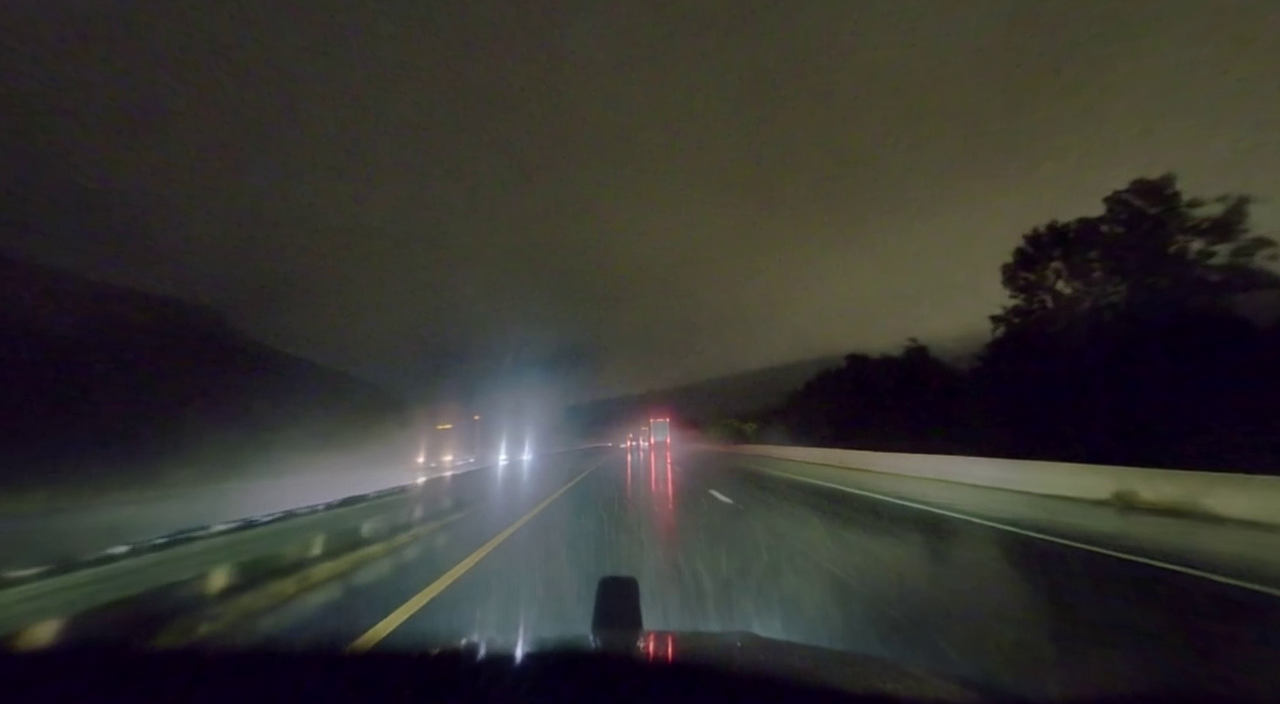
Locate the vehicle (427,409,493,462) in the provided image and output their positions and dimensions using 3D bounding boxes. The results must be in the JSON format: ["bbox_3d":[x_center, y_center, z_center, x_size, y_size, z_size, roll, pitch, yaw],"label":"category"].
[{"bbox_3d":[-13.542,6.376,48.175,2.653,3.576,8.959,-1,-7,-1],"label":"vehicle"}]

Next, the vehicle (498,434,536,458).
[{"bbox_3d":[-9.433,7.255,48.642,2.058,1.735,4.603,0,-8,0],"label":"vehicle"}]
